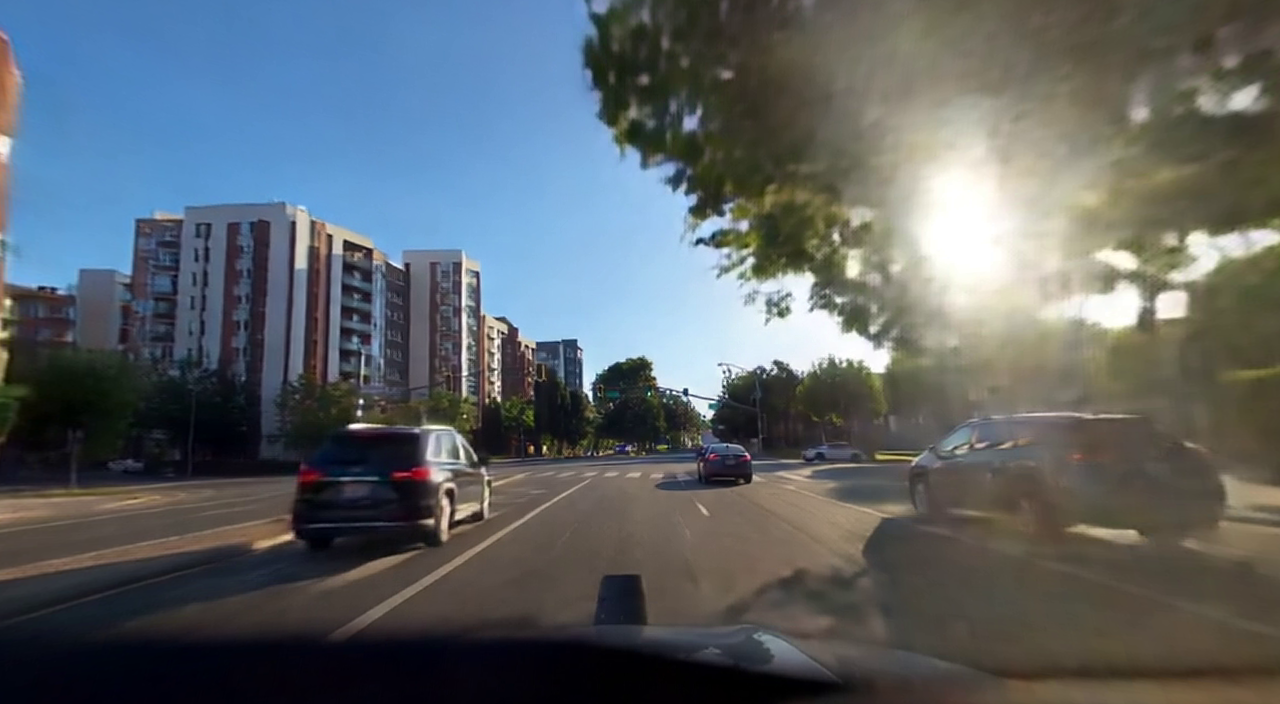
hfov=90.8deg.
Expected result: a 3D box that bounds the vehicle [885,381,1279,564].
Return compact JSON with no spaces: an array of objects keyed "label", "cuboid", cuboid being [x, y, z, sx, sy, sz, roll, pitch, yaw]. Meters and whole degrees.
[{"label":"vehicle","cuboid":[6.217,1.760,9.938,2.427,2.017,5.763,0,-9,0]}]

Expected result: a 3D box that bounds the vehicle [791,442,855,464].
[{"label":"vehicle","cuboid":[13.697,7.577,47.451,2.051,1.589,4.135,8,-12,-43]}]

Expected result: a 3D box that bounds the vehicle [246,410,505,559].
[{"label":"vehicle","cuboid":[-3.536,1.861,9.531,2.065,1.716,4.265,0,-9,-1]}]

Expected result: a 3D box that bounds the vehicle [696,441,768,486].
[{"label":"vehicle","cuboid":[3.279,4.088,23.456,2.003,1.480,4.494,0,-9,0]}]
